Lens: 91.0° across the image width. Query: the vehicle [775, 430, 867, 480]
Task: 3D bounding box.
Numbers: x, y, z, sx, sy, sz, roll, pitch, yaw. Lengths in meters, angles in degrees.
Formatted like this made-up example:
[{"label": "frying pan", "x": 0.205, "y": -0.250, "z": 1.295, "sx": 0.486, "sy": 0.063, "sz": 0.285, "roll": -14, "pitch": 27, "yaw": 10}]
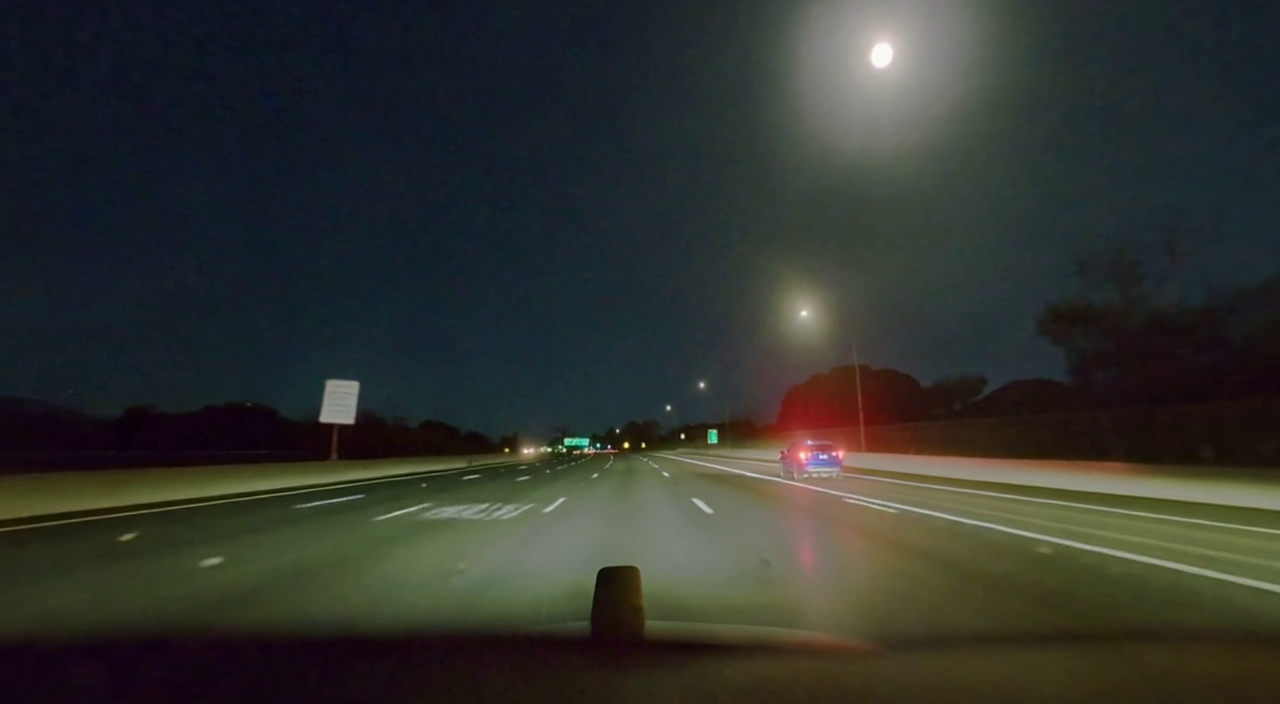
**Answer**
[{"label": "vehicle", "x": 6.808, "y": 3.940, "z": 24.236, "sx": 2.091, "sy": 1.711, "sz": 4.383, "roll": 0, "pitch": -9, "yaw": -2}]
